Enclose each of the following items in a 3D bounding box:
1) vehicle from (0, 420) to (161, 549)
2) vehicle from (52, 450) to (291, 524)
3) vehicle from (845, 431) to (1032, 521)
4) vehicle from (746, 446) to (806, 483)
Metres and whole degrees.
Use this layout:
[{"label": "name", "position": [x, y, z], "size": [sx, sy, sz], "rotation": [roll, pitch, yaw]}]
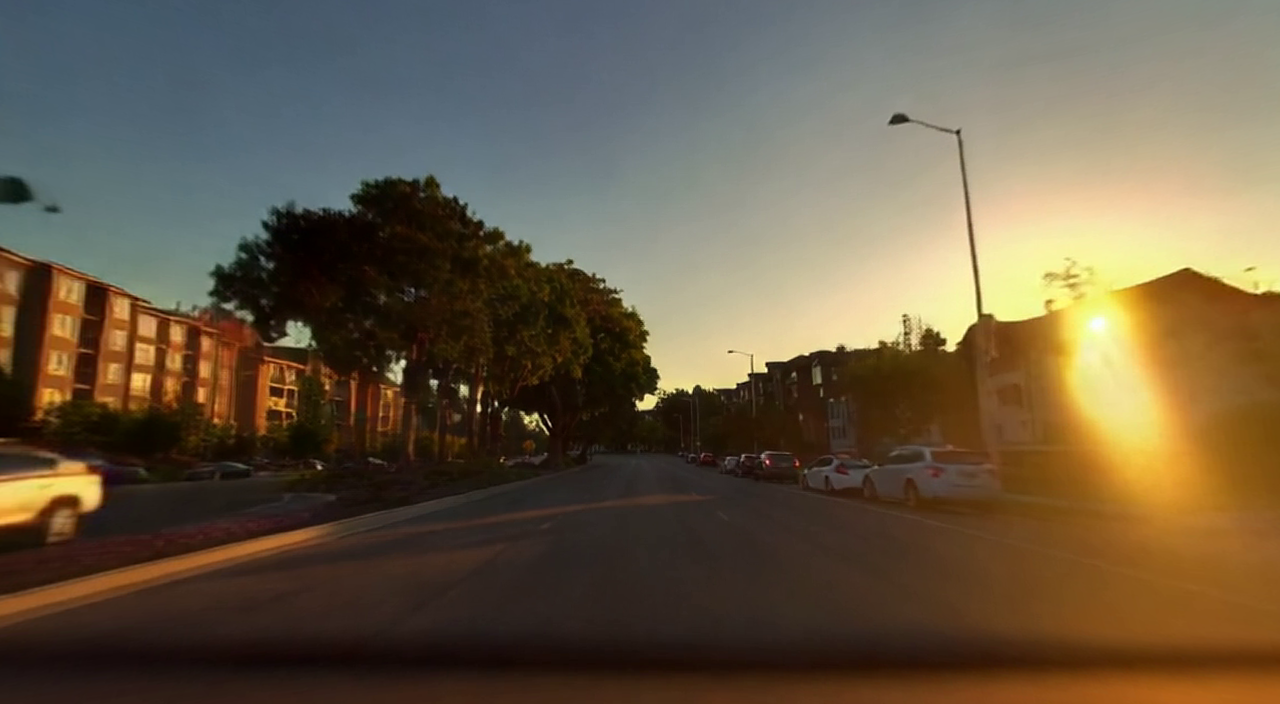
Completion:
[{"label": "vehicle", "position": [-11.814, 2.253, 10.768], "size": [2.445, 2.105, 5.995], "rotation": [0, -9, 0]}, {"label": "vehicle", "position": [-11.800, 3.400, 16.458], "size": [2.629, 1.623, 4.633], "rotation": [0, -9, 1]}, {"label": "vehicle", "position": [7.099, 2.996, 15.741], "size": [2.241, 1.877, 4.810], "rotation": [0, -9, 0]}, {"label": "vehicle", "position": [6.850, 5.702, 32.125], "size": [2.078, 1.699, 4.292], "rotation": [0, -9, 0]}]
